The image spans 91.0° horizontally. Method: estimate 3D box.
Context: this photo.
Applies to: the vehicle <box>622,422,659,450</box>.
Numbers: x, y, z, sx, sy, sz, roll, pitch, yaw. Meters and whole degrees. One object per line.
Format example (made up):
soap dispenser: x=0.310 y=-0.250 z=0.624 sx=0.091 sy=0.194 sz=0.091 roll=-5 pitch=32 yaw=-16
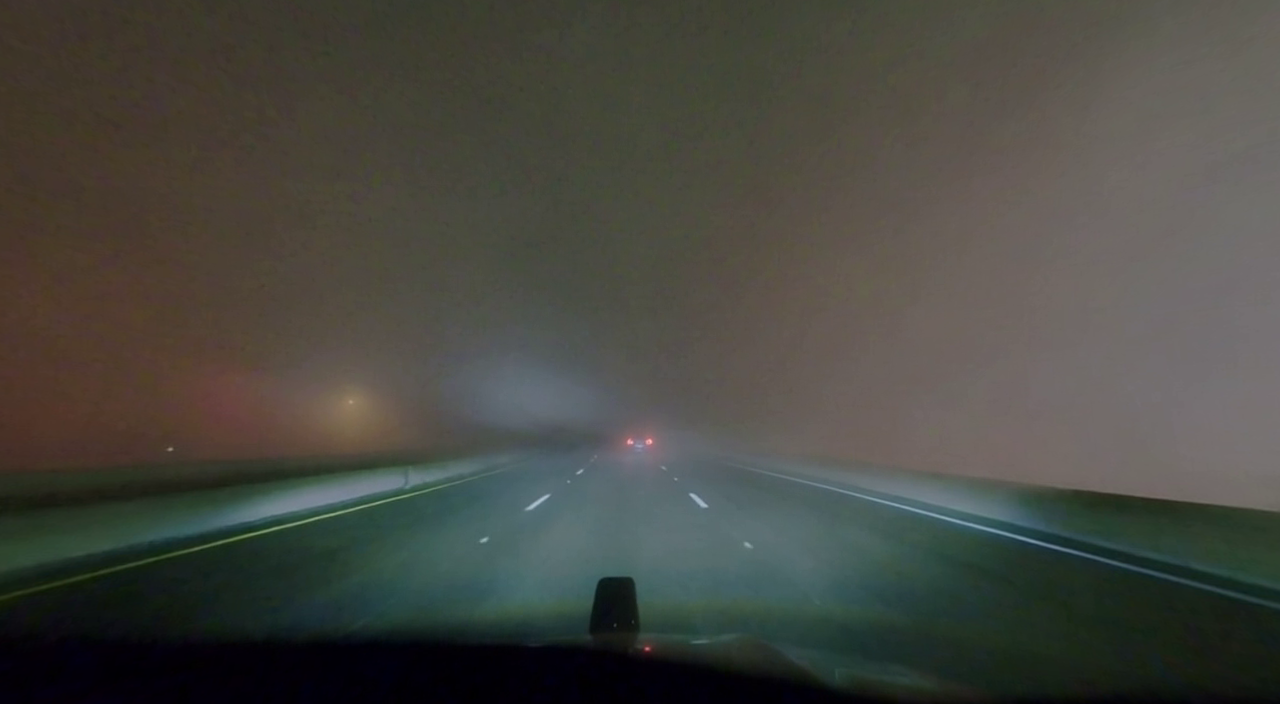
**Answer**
vehicle: x=-0.027 y=5.460 z=40.749 sx=2.157 sy=1.647 sz=4.524 roll=0 pitch=-8 yaw=-3
